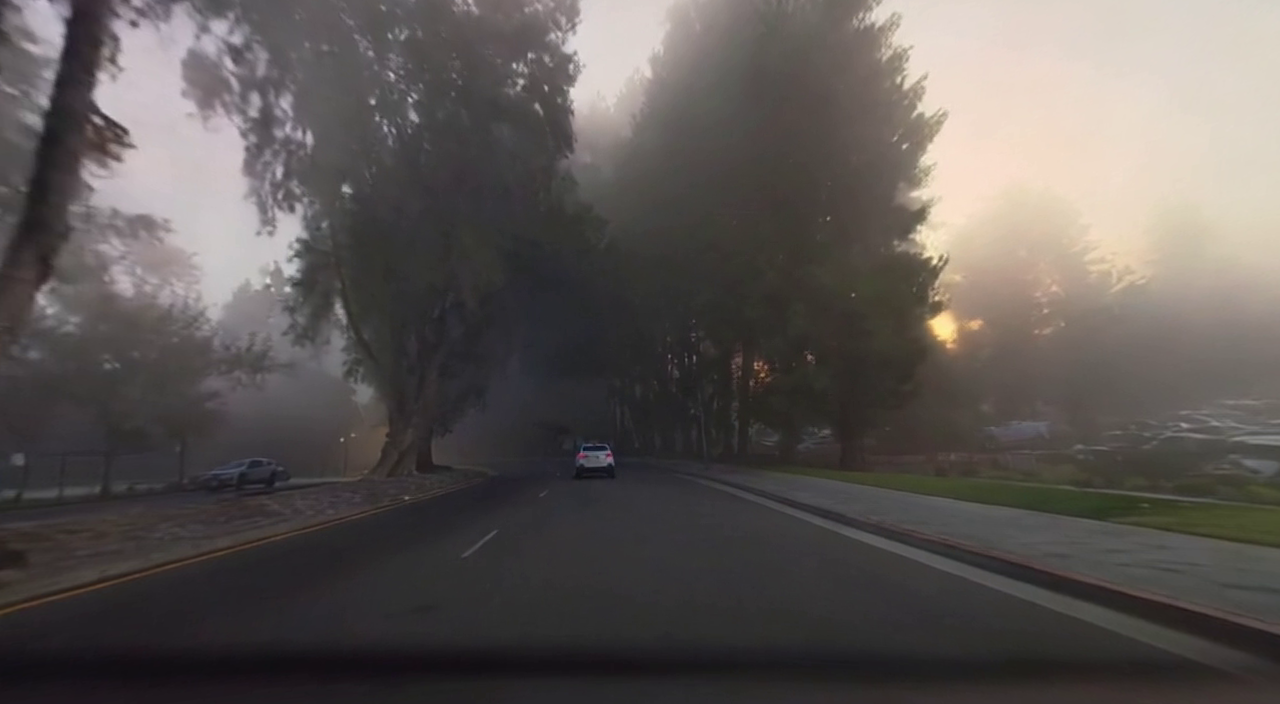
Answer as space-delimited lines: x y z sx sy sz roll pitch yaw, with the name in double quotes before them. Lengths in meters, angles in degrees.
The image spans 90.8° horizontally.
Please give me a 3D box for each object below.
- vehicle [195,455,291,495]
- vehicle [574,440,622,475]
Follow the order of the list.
"vehicle" -20.716 6.387 33.305 2.109 1.858 5.253 0 -9 -6
"vehicle" -1.954 4.999 30.038 2.142 1.501 4.273 0 -9 -3
